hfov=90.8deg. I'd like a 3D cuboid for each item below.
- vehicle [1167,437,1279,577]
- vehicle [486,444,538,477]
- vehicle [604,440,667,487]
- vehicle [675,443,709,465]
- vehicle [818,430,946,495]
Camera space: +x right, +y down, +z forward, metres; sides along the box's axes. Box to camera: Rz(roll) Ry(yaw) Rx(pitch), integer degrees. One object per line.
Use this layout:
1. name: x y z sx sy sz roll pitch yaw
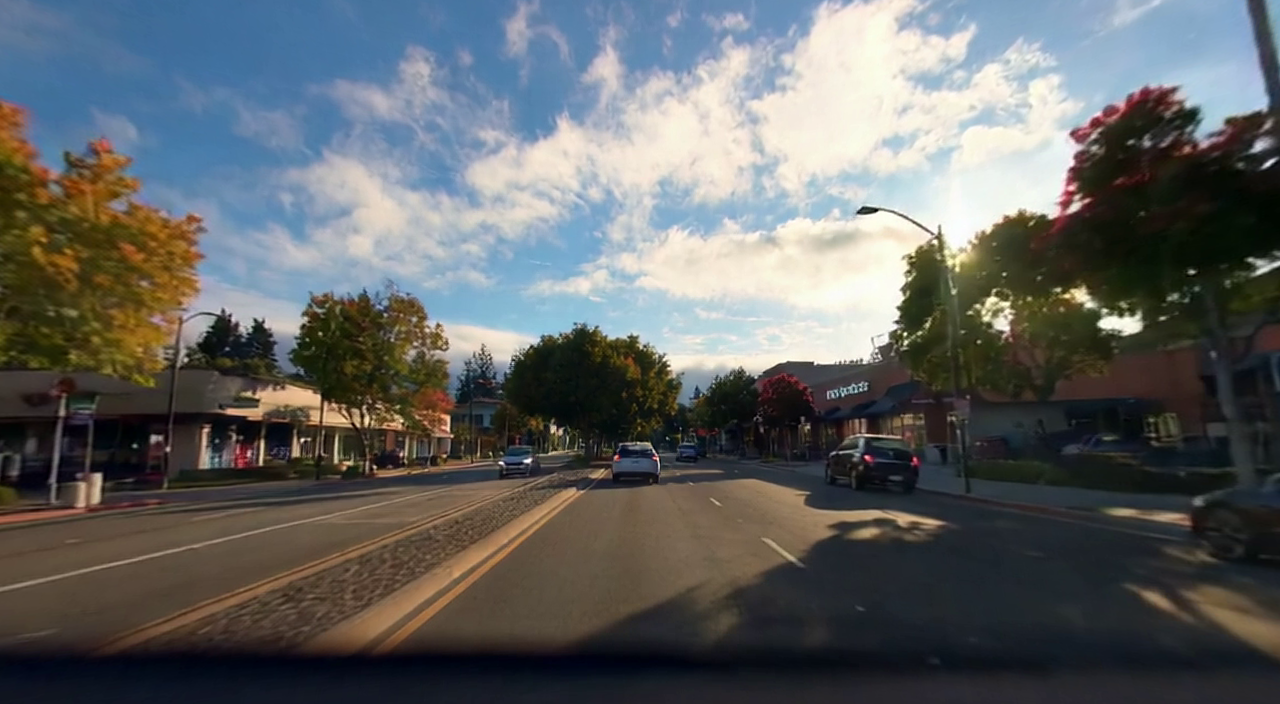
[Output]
1. vehicle: 7.764 1.490 5.687 1.942 1.473 4.742 0 -8 0
2. vehicle: -6.337 5.397 31.688 1.999 1.531 4.011 0 -9 -3
3. vehicle: -0.191 3.835 22.047 2.006 1.487 3.535 0 -8 -1
4. vehicle: 3.525 7.014 43.606 1.910 1.474 4.003 0 -8 -1
5. vehicle: 7.571 3.511 20.494 2.165 1.787 5.231 -1 -8 1
